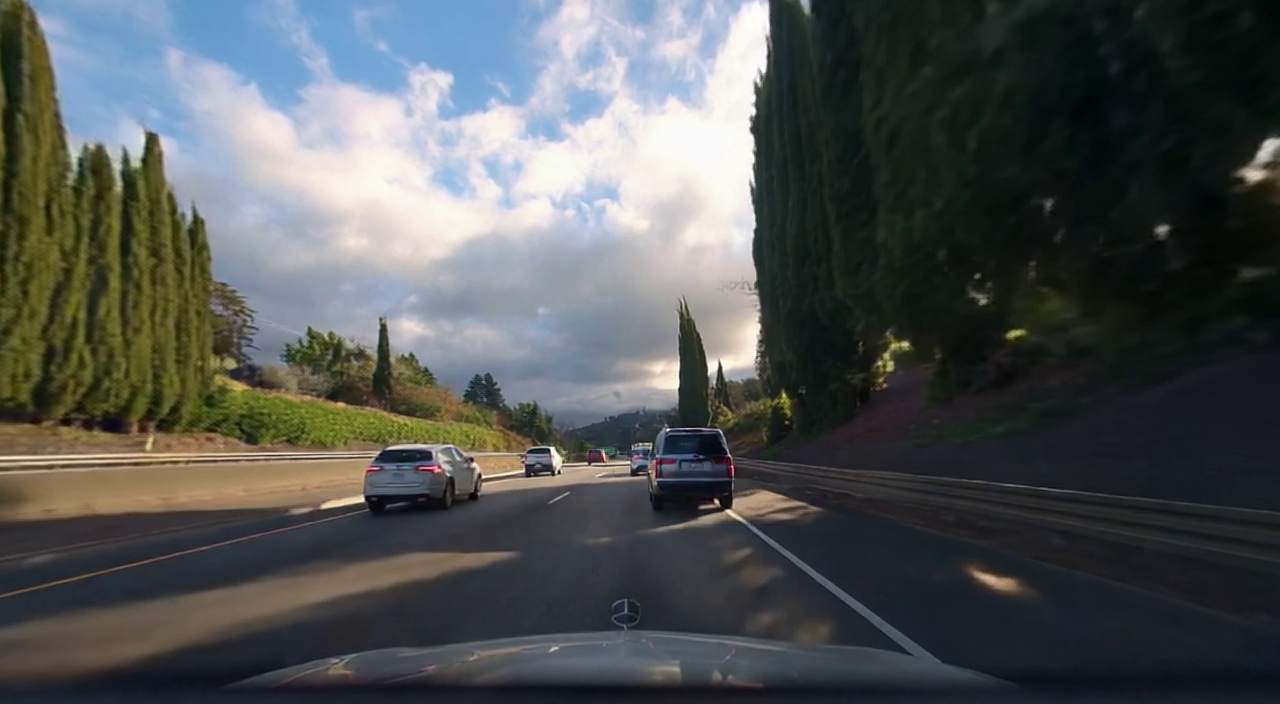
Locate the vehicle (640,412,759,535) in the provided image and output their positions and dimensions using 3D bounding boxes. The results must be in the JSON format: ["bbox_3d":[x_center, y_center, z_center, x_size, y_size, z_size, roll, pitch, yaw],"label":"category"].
[{"bbox_3d":[0.933,2.214,11.957,1.825,1.920,3.960,0,-9,-1],"label":"vehicle"}]

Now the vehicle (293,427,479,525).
[{"bbox_3d":[-4.859,2.423,12.829,1.934,1.642,4.201,0,-9,1],"label":"vehicle"}]

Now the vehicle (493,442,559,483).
[{"bbox_3d":[-4.559,4.468,25.752,1.867,1.489,3.829,0,-9,1],"label":"vehicle"}]

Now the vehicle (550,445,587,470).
[{"bbox_3d":[-4.551,6.749,40.598,1.855,1.527,4.209,0,-9,1],"label":"vehicle"}]
